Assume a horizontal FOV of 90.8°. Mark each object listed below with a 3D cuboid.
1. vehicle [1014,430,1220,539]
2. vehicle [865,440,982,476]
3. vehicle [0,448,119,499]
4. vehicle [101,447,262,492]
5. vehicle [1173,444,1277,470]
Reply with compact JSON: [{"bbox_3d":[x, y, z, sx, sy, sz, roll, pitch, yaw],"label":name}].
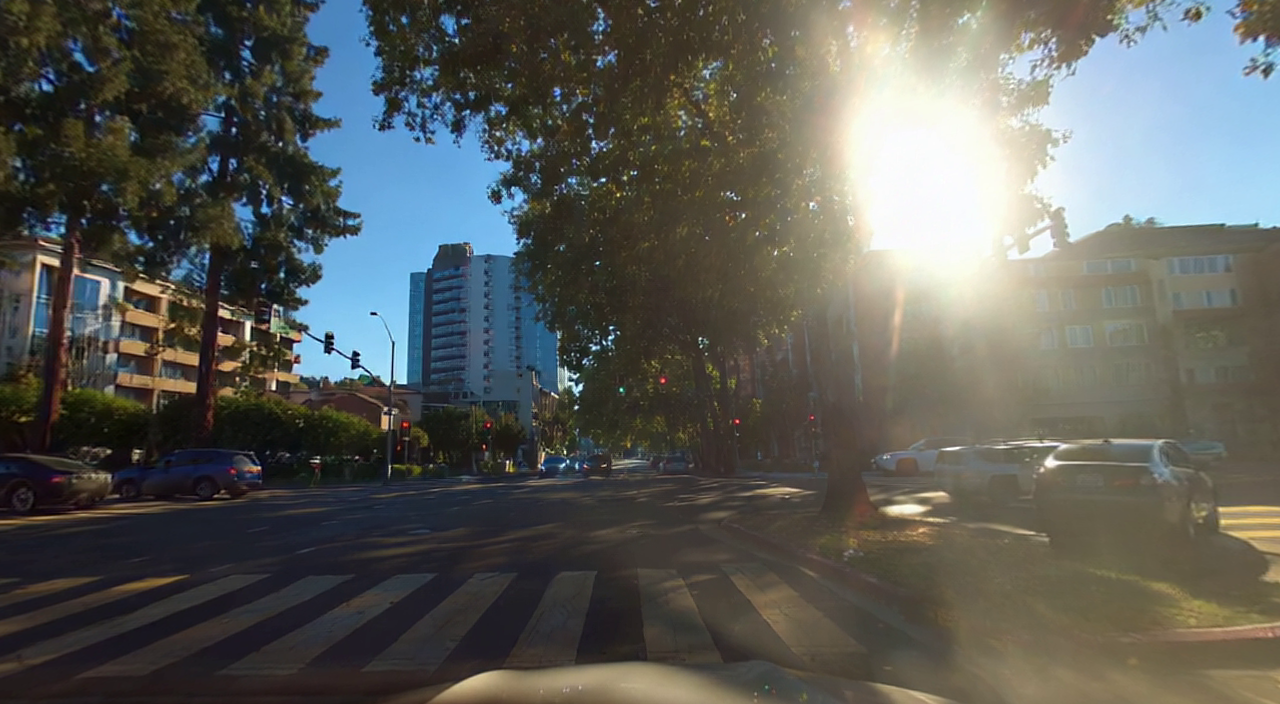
[{"bbox_3d":[8.697,2.222,11.366,4.492,1.536,2.189,8,-12,-44],"label":"vehicle"},{"bbox_3d":[15.659,5.885,35.149,5.220,1.897,2.596,0,-8,0],"label":"vehicle"},{"bbox_3d":[-22.612,4.418,23.256,4.748,1.727,2.325,0,-8,1],"label":"vehicle"},{"bbox_3d":[-19.173,4.944,26.653,4.798,1.763,2.536,0,-10,0],"label":"vehicle"},{"bbox_3d":[35.360,6.349,38.273,4.294,1.499,1.958,0,-8,0],"label":"vehicle"}]
